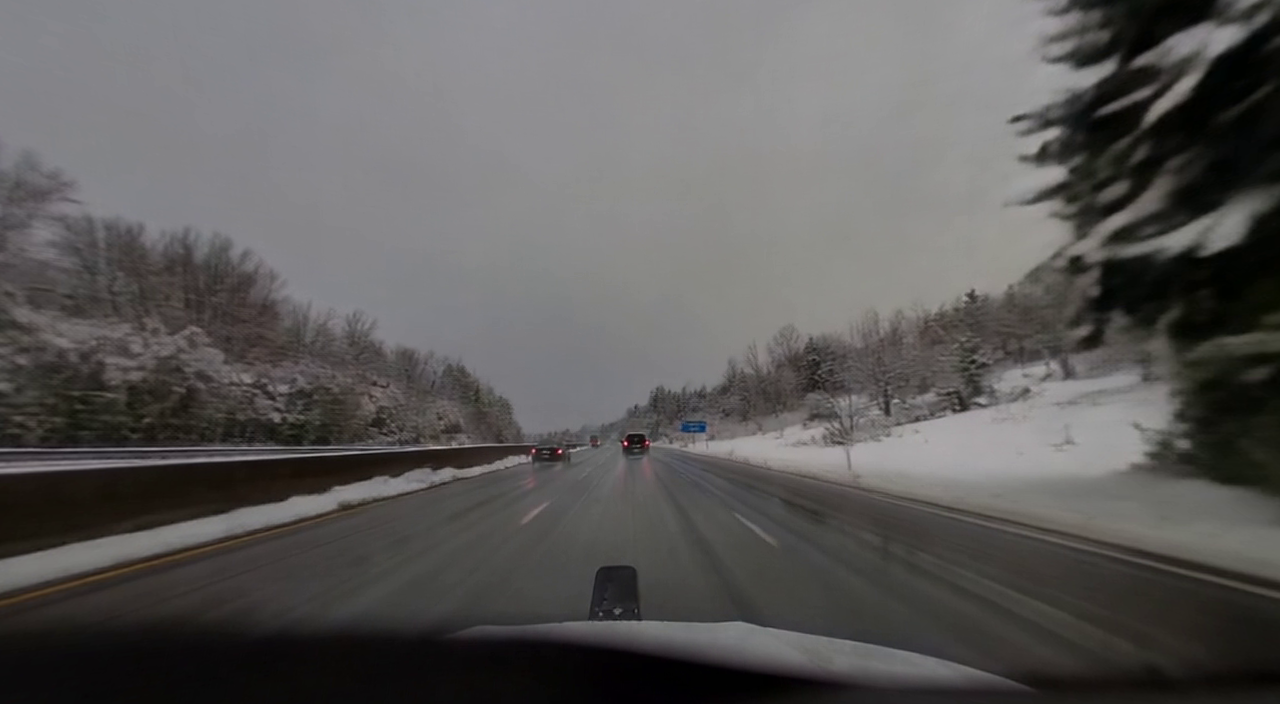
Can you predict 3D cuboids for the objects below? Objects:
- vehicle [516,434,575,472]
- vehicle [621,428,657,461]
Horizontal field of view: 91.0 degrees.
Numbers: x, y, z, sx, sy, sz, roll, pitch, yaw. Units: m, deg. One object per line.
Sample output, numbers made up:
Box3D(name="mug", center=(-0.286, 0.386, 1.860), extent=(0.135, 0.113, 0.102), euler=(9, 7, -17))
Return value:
Box3D(name="vehicle", center=(-4.153, 4.496, 28.326), extent=(2.062, 1.567, 4.117), euler=(0, -8, 0))
Box3D(name="vehicle", center=(-0.116, 5.923, 40.448), extent=(2.223, 1.957, 4.416), euler=(0, -8, -1))
